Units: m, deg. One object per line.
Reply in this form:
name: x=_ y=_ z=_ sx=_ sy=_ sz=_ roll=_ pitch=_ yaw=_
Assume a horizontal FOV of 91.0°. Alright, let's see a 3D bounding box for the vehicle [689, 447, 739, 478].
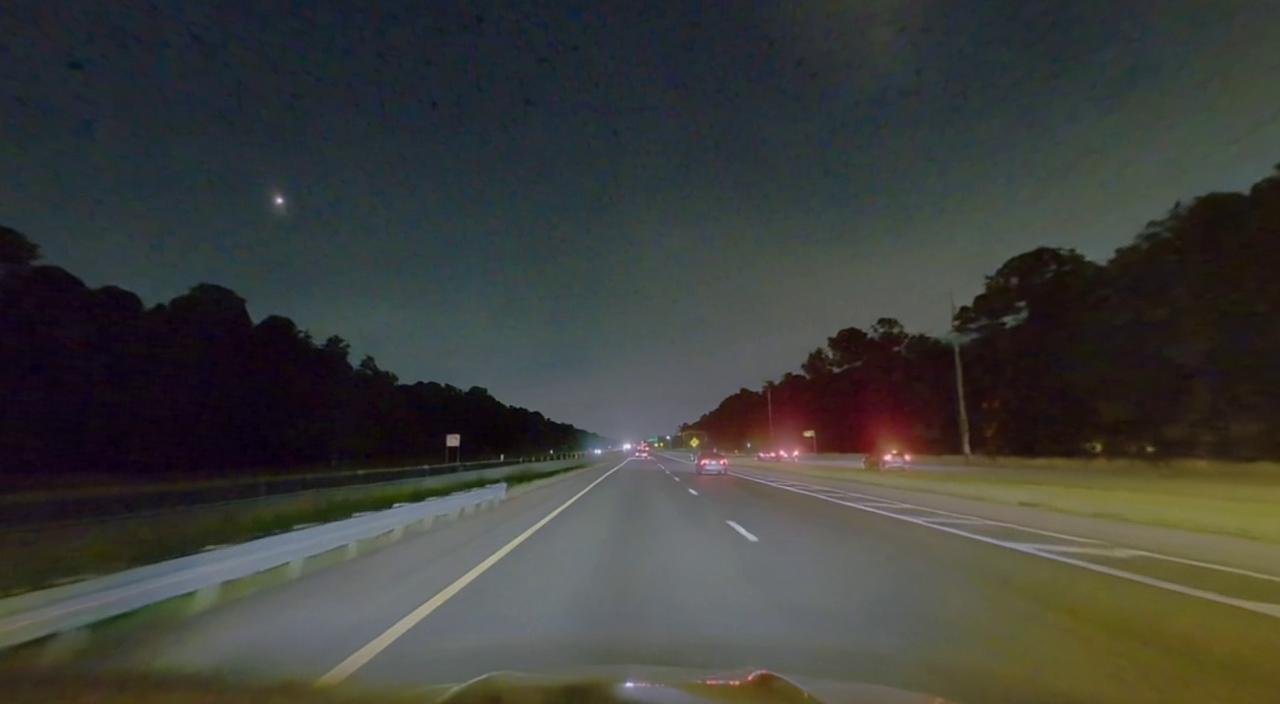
vehicle: x=3.918 y=5.943 z=34.034 sx=2.115 sy=1.522 sz=4.330 roll=0 pitch=-9 yaw=-1
